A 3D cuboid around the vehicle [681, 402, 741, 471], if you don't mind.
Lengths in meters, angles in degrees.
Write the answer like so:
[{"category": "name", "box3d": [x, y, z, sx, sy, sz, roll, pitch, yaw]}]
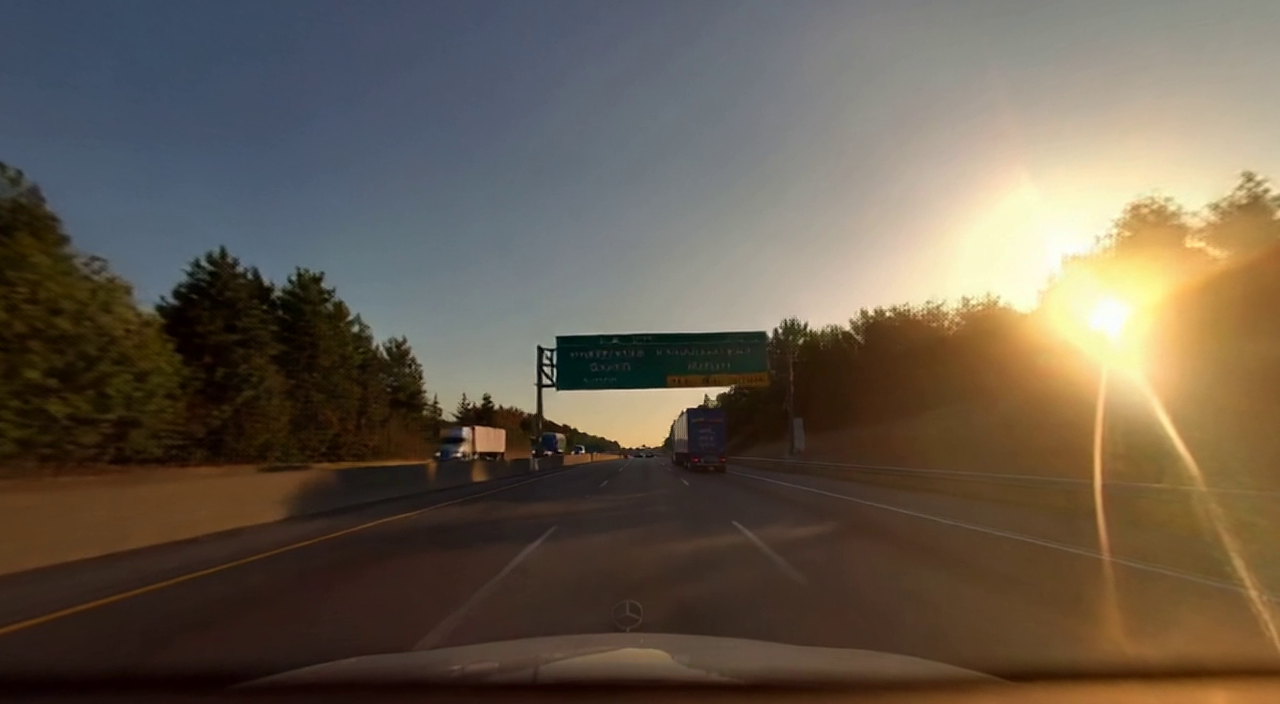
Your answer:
[{"category": "vehicle", "box3d": [4.671, 6.108, 44.585, 2.784, 4.080, 13.516, -1, -9, 0]}]
